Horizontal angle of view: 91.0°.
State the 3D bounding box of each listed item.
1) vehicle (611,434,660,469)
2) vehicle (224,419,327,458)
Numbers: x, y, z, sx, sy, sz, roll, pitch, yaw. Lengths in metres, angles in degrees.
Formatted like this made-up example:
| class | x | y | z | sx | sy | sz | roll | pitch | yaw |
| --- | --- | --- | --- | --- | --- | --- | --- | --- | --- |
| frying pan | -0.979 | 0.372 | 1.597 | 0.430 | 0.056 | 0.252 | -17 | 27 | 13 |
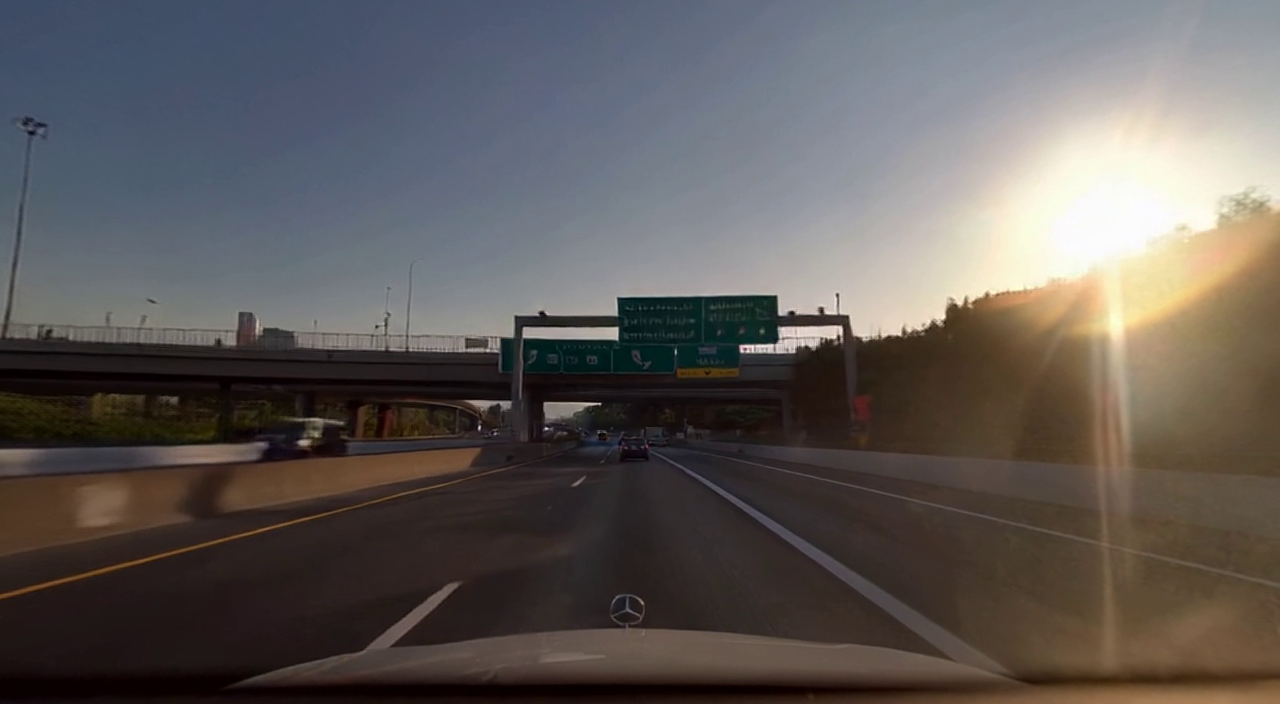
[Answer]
| class | x | y | z | sx | sy | sz | roll | pitch | yaw |
| --- | --- | --- | --- | --- | --- | --- | --- | --- | --- |
| vehicle | -0.202 | 4.641 | 29.483 | 2.130 | 1.512 | 4.057 | 1 | -8 | 0 |
| vehicle | -15.531 | 3.752 | 27.123 | 1.869 | 1.509 | 4.284 | 1 | -8 | 0 |
